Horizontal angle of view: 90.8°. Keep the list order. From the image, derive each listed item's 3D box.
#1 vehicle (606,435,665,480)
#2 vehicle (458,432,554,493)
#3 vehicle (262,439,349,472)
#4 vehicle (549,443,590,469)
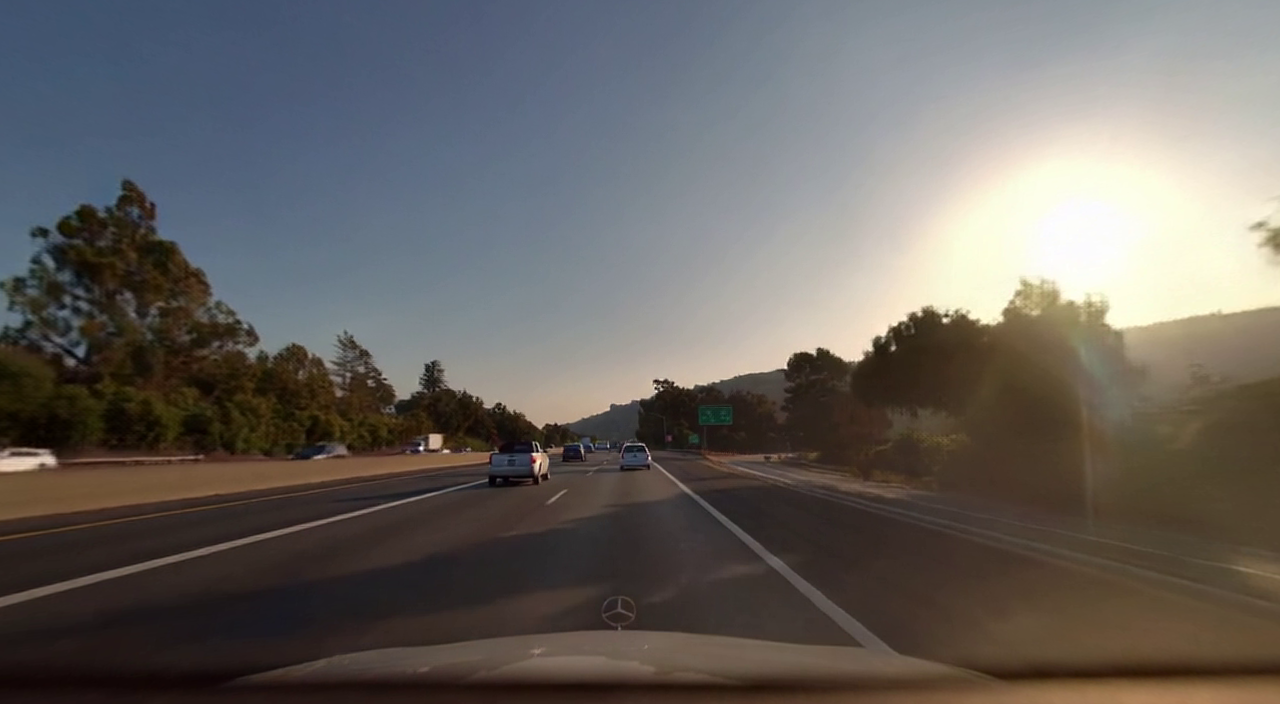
[{"bbox_3d":[-0.189,4.549,27.515,2.378,1.750,4.355,0,-8,0],"label":"vehicle"},{"bbox_3d":[-4.086,3.460,20.124,2.044,1.717,4.421,0,-8,0],"label":"vehicle"},{"bbox_3d":[-17.216,5.346,32.857,2.011,1.588,4.596,0,-8,0],"label":"vehicle"},{"bbox_3d":[-4.407,6.559,40.009,2.084,1.528,4.094,0,-8,0],"label":"vehicle"}]
